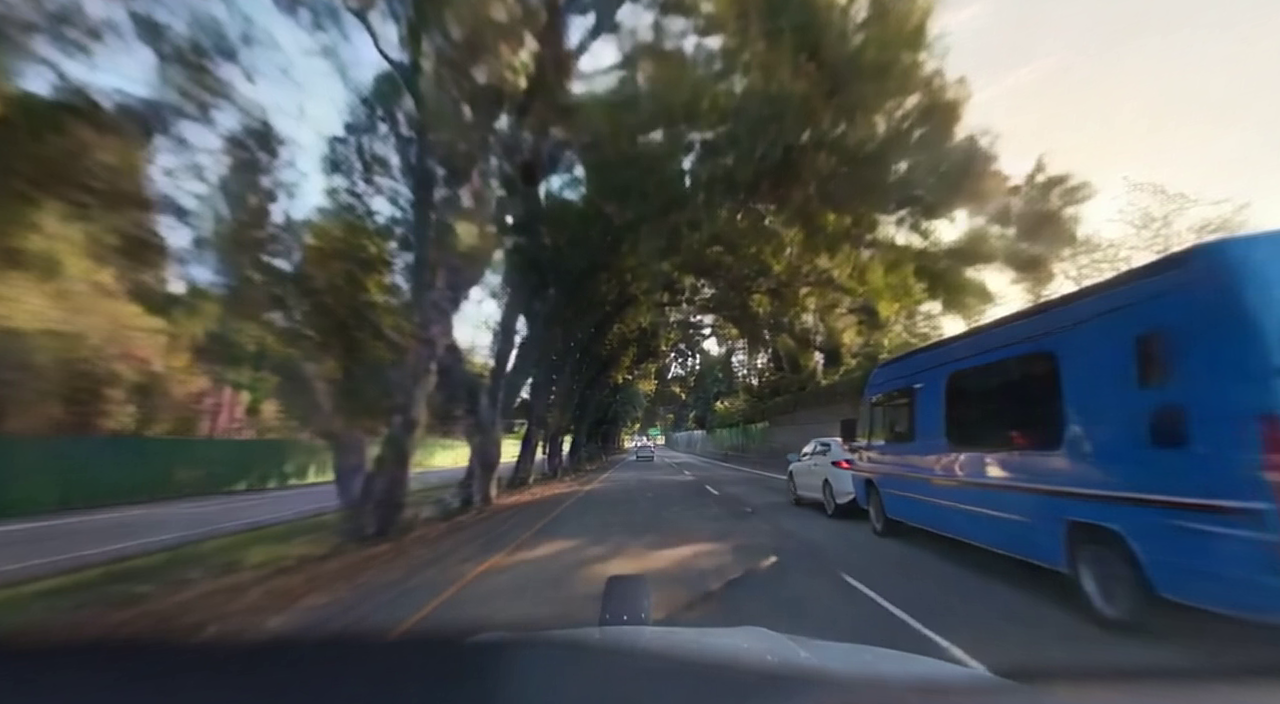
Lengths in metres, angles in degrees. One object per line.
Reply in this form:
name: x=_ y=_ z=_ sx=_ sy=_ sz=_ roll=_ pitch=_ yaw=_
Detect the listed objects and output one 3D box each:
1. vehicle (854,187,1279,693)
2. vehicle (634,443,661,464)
vehicle: x=4.732 y=0.881 z=6.178 sx=2.712 sy=2.659 sz=6.992 roll=0 pitch=-8 yaw=0
vehicle: x=0.530 y=7.911 z=49.391 sx=2.030 sy=1.572 sz=4.067 roll=0 pitch=-8 yaw=0
